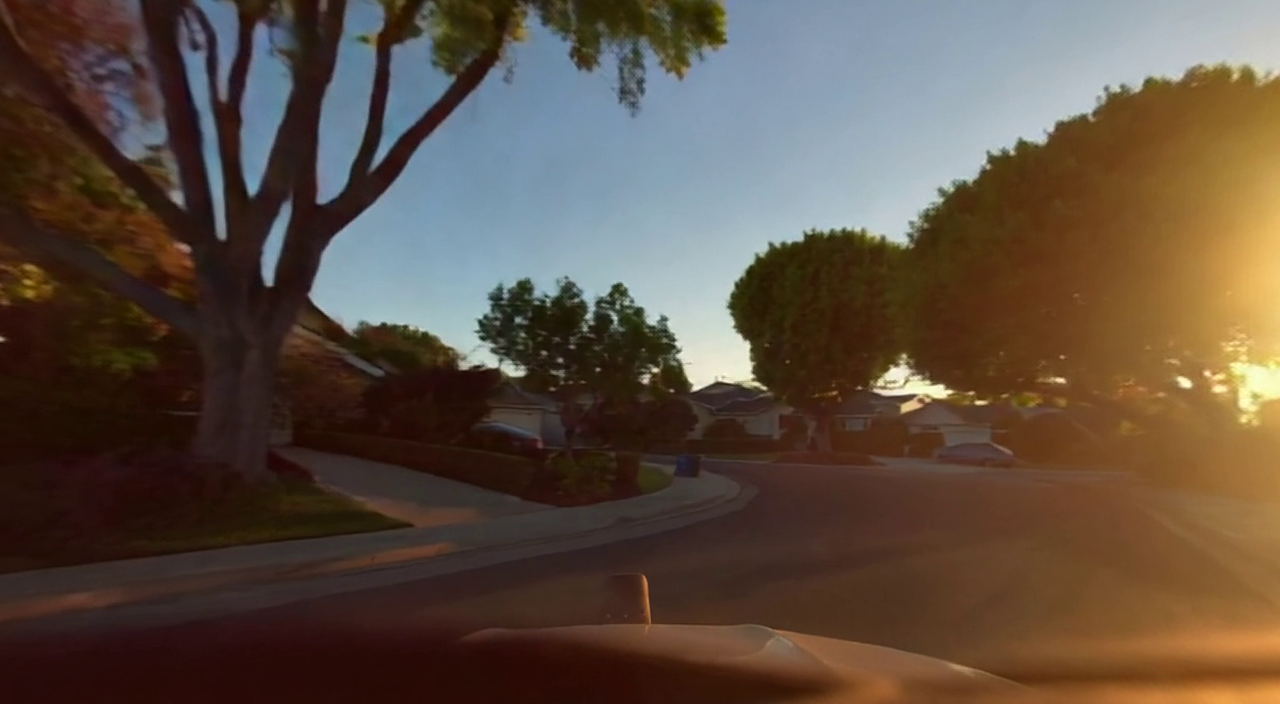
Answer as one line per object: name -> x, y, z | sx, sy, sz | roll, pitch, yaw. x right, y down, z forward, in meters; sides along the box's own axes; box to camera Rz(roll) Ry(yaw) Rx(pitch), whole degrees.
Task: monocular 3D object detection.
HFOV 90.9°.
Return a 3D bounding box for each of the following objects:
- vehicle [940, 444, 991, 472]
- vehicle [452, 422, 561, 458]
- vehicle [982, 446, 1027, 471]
vehicle -> 22.268, 7.209, 43.026 | 2.180, 1.752, 4.700 | -9, -12, 36
vehicle -> -6.365, 4.307, 30.613 | 1.791, 1.517, 5.089 | -10, -13, 39
vehicle -> 28.156, 8.197, 48.619 | 2.058, 1.749, 4.560 | -10, -13, 40
